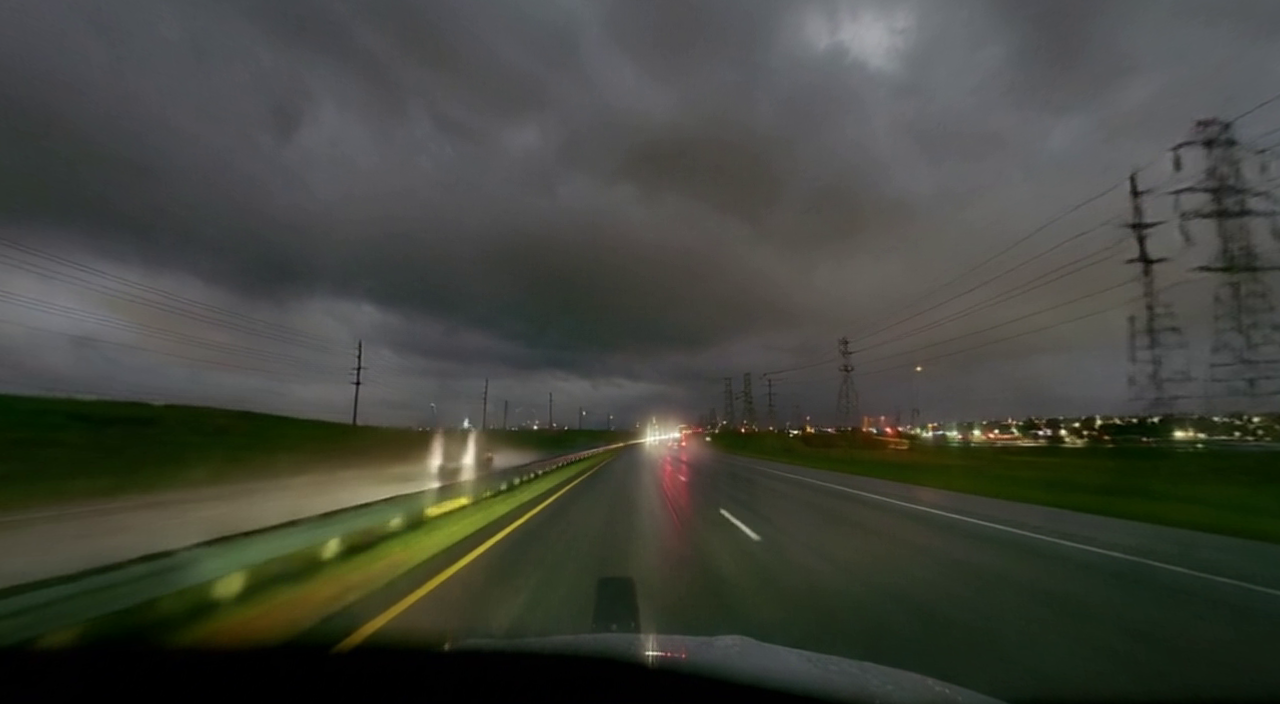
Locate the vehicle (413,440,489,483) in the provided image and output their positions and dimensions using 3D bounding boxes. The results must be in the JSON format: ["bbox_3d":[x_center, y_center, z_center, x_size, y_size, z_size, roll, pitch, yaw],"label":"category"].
[{"bbox_3d":[-7.877,4.572,26.657,1.918,1.607,4.302,0,-8,-1],"label":"vehicle"}]
